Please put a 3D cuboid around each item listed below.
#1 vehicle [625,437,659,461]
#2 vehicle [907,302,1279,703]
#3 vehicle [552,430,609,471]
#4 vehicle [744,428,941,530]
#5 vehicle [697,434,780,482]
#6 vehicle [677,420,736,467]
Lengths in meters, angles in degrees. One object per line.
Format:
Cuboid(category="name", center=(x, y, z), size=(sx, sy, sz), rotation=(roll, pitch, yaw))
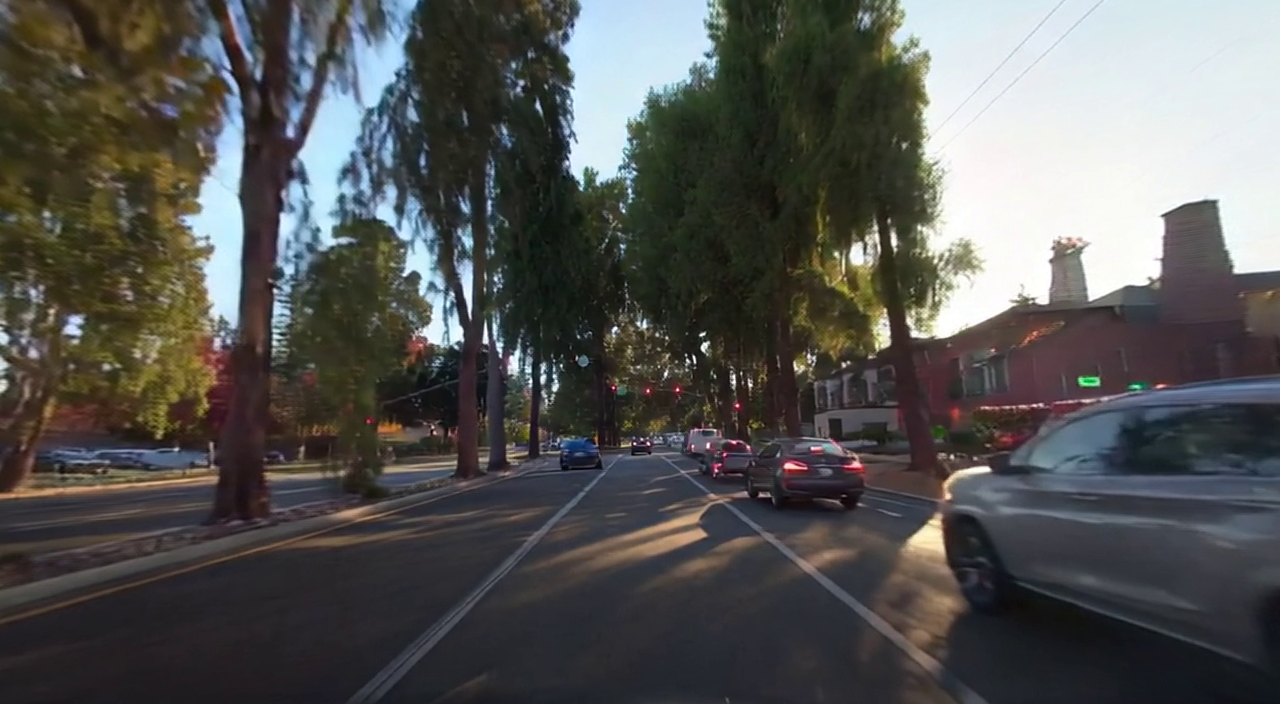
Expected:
Cuboid(category="vehicle", center=(0.146, 6.329, 41.324), size=(2.120, 1.428, 3.890), rotation=(0, -8, 1))
Cuboid(category="vehicle", center=(3.287, 0.834, 3.071), size=(1.985, 1.772, 4.479), rotation=(0, -8, 0))
Cuboid(category="vehicle", center=(-2.591, 4.449, 28.629), size=(2.083, 1.691, 4.398), rotation=(0, -8, 1))
Cuboid(category="vehicle", center=(3.245, 2.131, 11.185), size=(2.009, 1.436, 4.258), rotation=(0, -8, -1))
Cuboid(category="vehicle", center=(3.183, 3.529, 21.261), size=(2.080, 1.445, 4.096), rotation=(0, -8, -1))
Cuboid(category="vehicle", center=(3.281, 4.722, 32.542), size=(2.337, 2.144, 5.976), rotation=(0, -8, 0))
